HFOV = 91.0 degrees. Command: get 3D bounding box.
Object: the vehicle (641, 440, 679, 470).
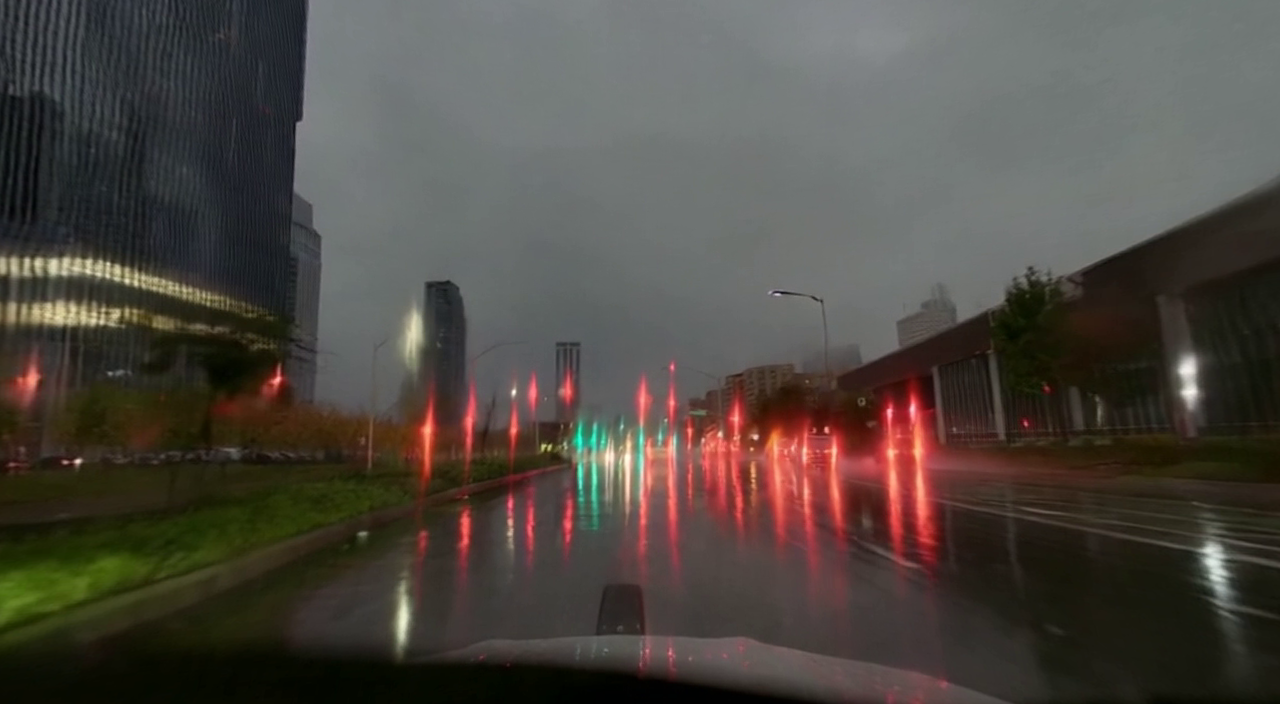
[{"bbox_3d":[1.194,6.092,37.579,2.092,1.660,4.319,0,-8,2],"label":"vehicle"}]
